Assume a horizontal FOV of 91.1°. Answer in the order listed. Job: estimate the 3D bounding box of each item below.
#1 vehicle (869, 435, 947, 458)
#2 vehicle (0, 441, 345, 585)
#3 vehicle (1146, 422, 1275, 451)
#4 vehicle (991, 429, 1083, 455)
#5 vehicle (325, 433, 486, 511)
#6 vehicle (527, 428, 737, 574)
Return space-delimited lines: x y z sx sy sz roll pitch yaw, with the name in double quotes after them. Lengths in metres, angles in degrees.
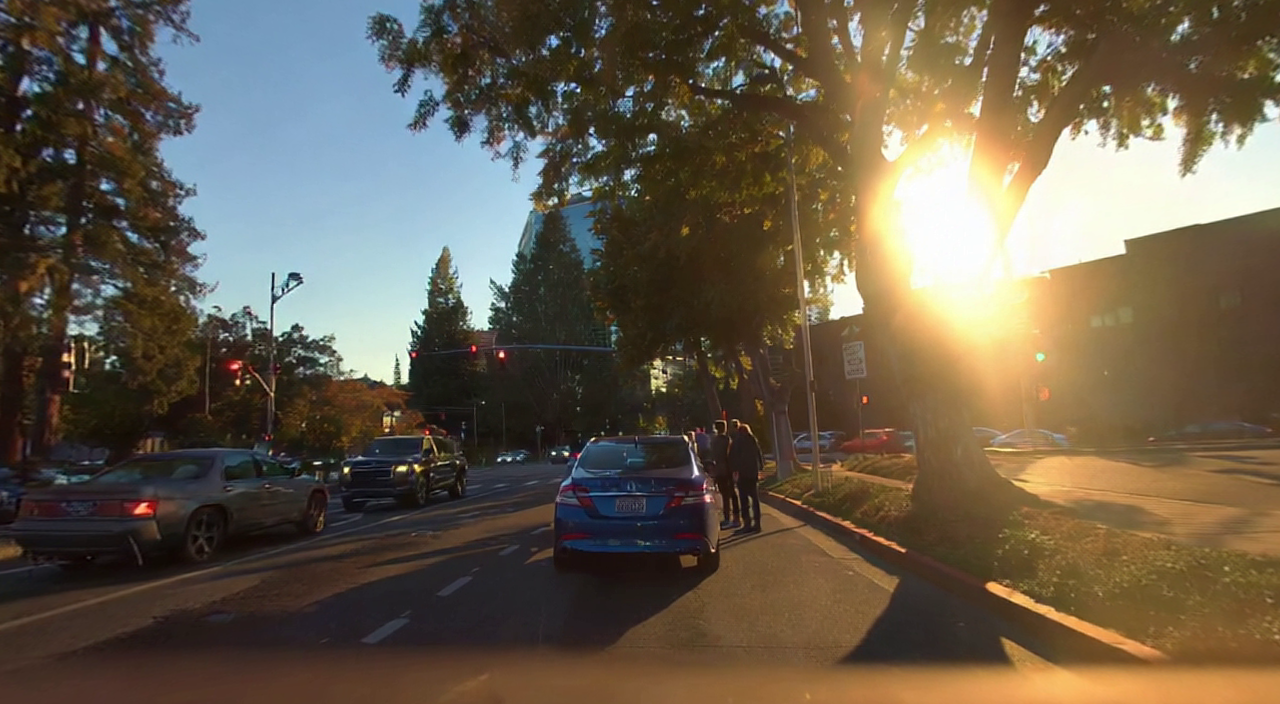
17.549 6.195 41.111 4.441 1.452 1.798 -5 -10 30 "vehicle"
-6.342 2.076 9.025 1.948 1.530 4.283 0 -9 3 "vehicle"
30.524 4.593 33.812 4.739 1.472 1.804 -5 -10 29 "vehicle"
23.785 5.435 37.759 4.454 1.440 1.816 -5 -10 30 "vehicle"
-6.171 3.225 17.422 2.230 1.811 5.183 -1 -9 3 "vehicle"
-0.056 1.866 8.677 2.182 1.501 4.150 0 -9 1 "vehicle"
